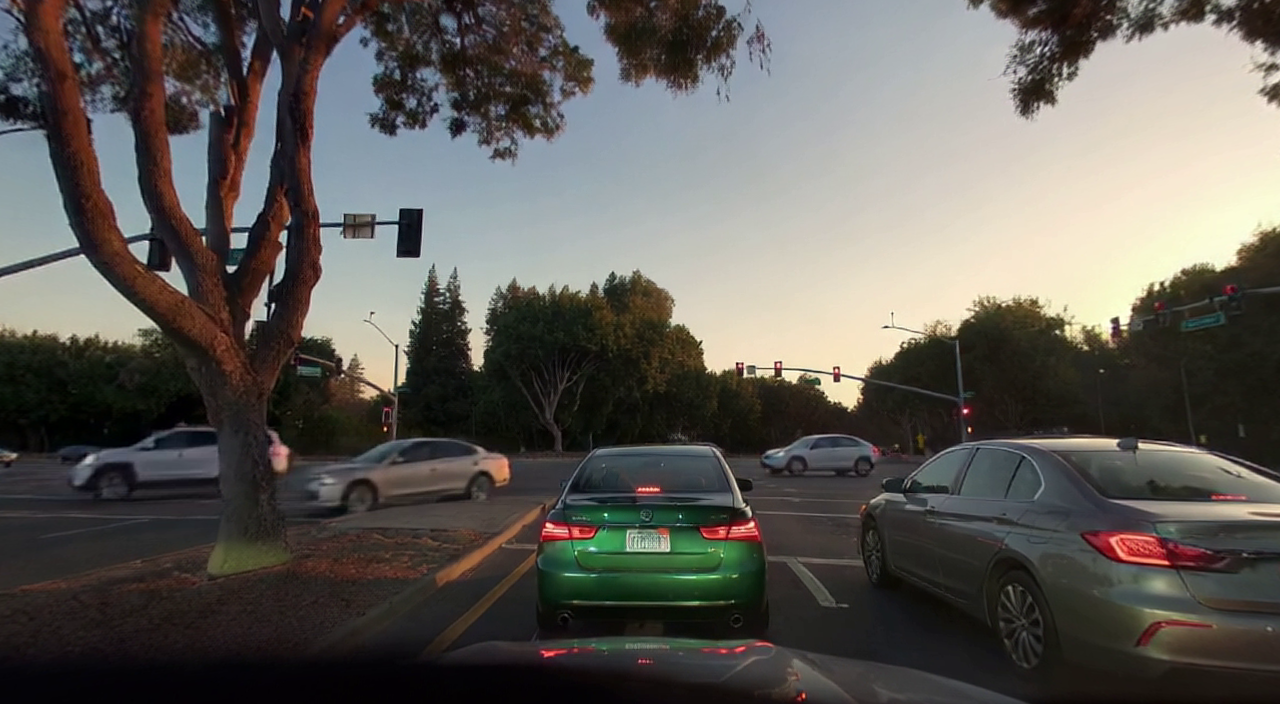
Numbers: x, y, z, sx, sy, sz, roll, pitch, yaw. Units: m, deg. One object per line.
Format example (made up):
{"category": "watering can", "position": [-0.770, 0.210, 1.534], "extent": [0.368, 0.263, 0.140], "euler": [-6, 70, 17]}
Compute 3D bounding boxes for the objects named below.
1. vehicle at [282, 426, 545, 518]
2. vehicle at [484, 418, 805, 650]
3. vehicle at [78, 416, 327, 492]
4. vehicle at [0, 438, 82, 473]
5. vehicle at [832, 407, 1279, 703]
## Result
{"category": "vehicle", "position": [-4.258, 2.314, 12.748], "extent": [2.047, 1.473, 4.673], "euler": [-5, -10, 32]}
{"category": "vehicle", "position": [0.024, 1.469, 6.158], "extent": [2.026, 1.458, 4.175], "euler": [0, -9, 0]}
{"category": "vehicle", "position": [-11.433, 2.692, 16.958], "extent": [1.998, 1.709, 4.984], "euler": [-5, -10, 33]}
{"category": "vehicle", "position": [-30.245, 5.013, 30.760], "extent": [4.517, 1.637, 1.935], "euler": [-1, -9, 8]}
{"category": "vehicle", "position": [3.092, 1.299, 4.857], "extent": [1.861, 1.479, 4.371], "euler": [0, -9, 0]}
